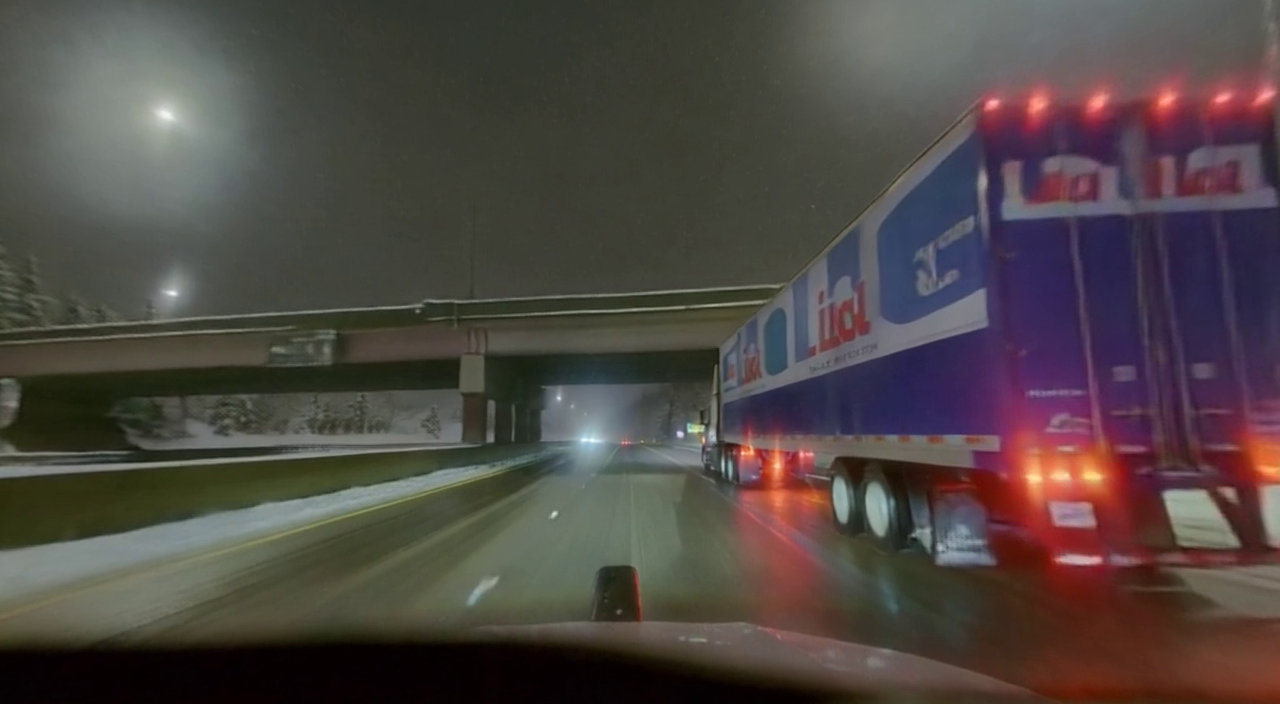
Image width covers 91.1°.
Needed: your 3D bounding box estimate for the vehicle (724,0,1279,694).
[{"bbox_3d":[4.098,0.577,10.665,3.034,4.194,14.704,0,-8,-1],"label":"vehicle"}]
